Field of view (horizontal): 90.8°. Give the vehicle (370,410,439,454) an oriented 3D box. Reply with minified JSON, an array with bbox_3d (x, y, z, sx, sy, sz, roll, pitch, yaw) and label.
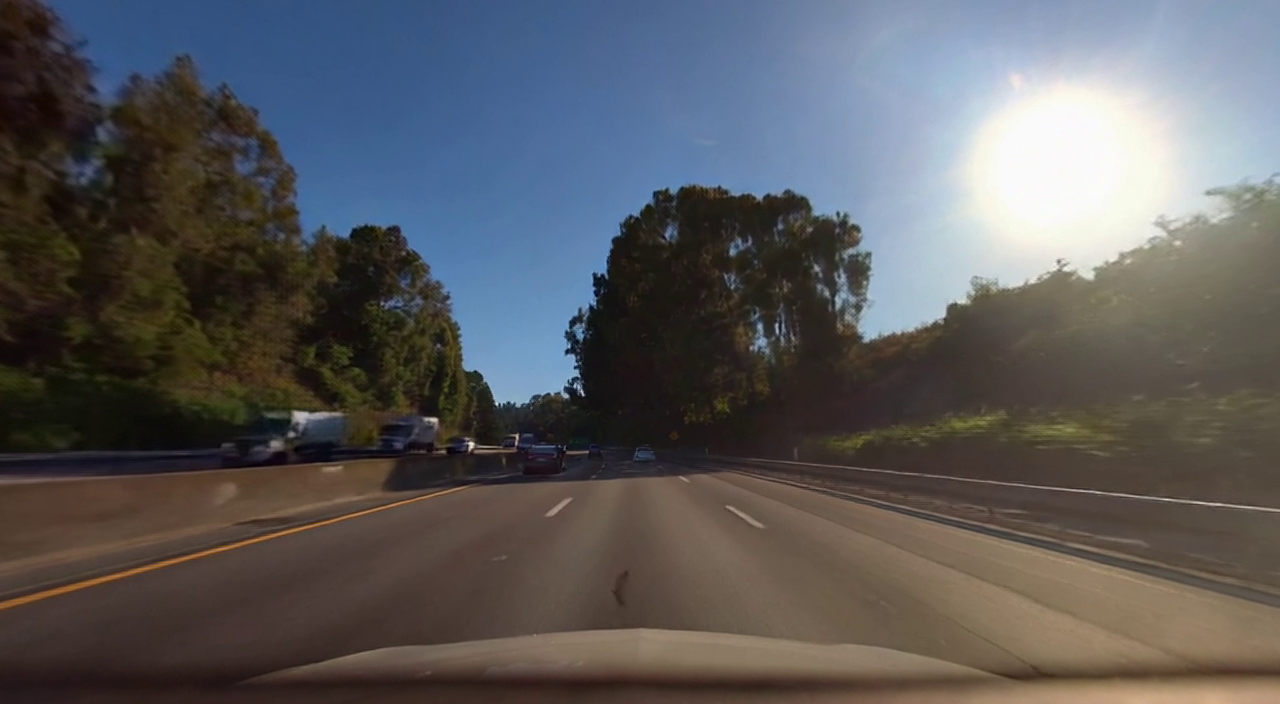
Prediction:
[{"bbox_3d":[-18.186,6.353,49.335,2.562,3.155,7.175,0,-9,0],"label":"vehicle"}]

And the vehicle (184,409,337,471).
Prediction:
[{"bbox_3d":[-12.868,3.071,21.901,2.240,1.873,4.906,0,-9,0],"label":"vehicle"}]

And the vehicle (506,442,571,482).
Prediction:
[{"bbox_3d":[-4.185,4.600,26.704,2.054,1.500,4.469,0,-8,0],"label":"vehicle"}]

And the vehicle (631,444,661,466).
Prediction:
[{"bbox_3d":[0.380,7.422,45.530,2.008,1.499,3.192,0,-8,-2],"label":"vehicle"}]

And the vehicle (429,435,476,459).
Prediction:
[{"bbox_3d":[-13.213,6.767,44.840,1.988,1.578,4.686,0,-8,-1],"label":"vehicle"}]
